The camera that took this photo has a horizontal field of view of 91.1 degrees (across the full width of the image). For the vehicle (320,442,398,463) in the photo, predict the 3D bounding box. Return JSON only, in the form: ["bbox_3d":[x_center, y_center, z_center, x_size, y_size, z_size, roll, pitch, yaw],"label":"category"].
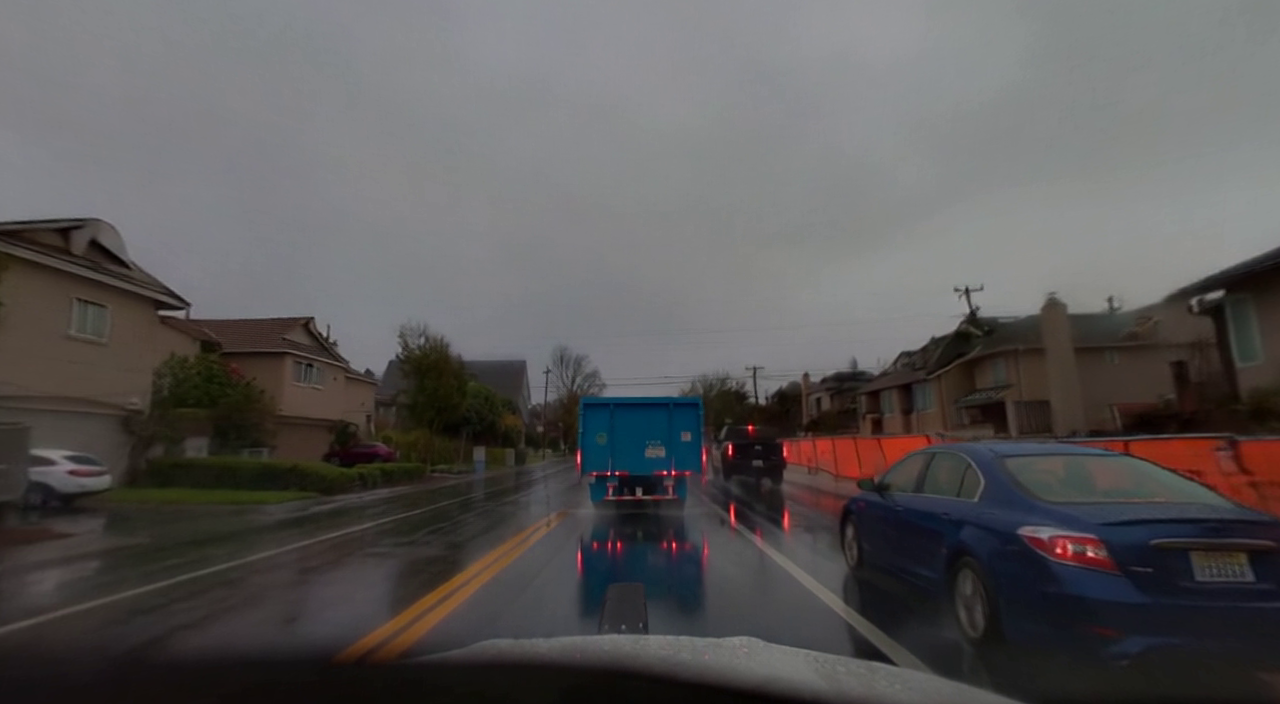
[{"bbox_3d":[-20.134,7.232,45.060,4.706,1.468,1.817,-1,-9,3],"label":"vehicle"}]

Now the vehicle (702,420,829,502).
[{"bbox_3d":[3.366,3.098,18.303,2.486,1.993,5.667,0,-8,0],"label":"vehicle"}]

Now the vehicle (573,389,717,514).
[{"bbox_3d":[0.172,2.388,15.298,2.751,2.361,6.347,0,-9,1],"label":"vehicle"}]

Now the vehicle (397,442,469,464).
[{"bbox_3d":[-14.911,7.280,45.356,4.490,1.500,1.875,0,-9,-1],"label":"vehicle"}]

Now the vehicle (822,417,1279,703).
[{"bbox_3d":[3.199,1.405,5.310,2.010,1.499,4.481,0,-8,0],"label":"vehicle"}]
